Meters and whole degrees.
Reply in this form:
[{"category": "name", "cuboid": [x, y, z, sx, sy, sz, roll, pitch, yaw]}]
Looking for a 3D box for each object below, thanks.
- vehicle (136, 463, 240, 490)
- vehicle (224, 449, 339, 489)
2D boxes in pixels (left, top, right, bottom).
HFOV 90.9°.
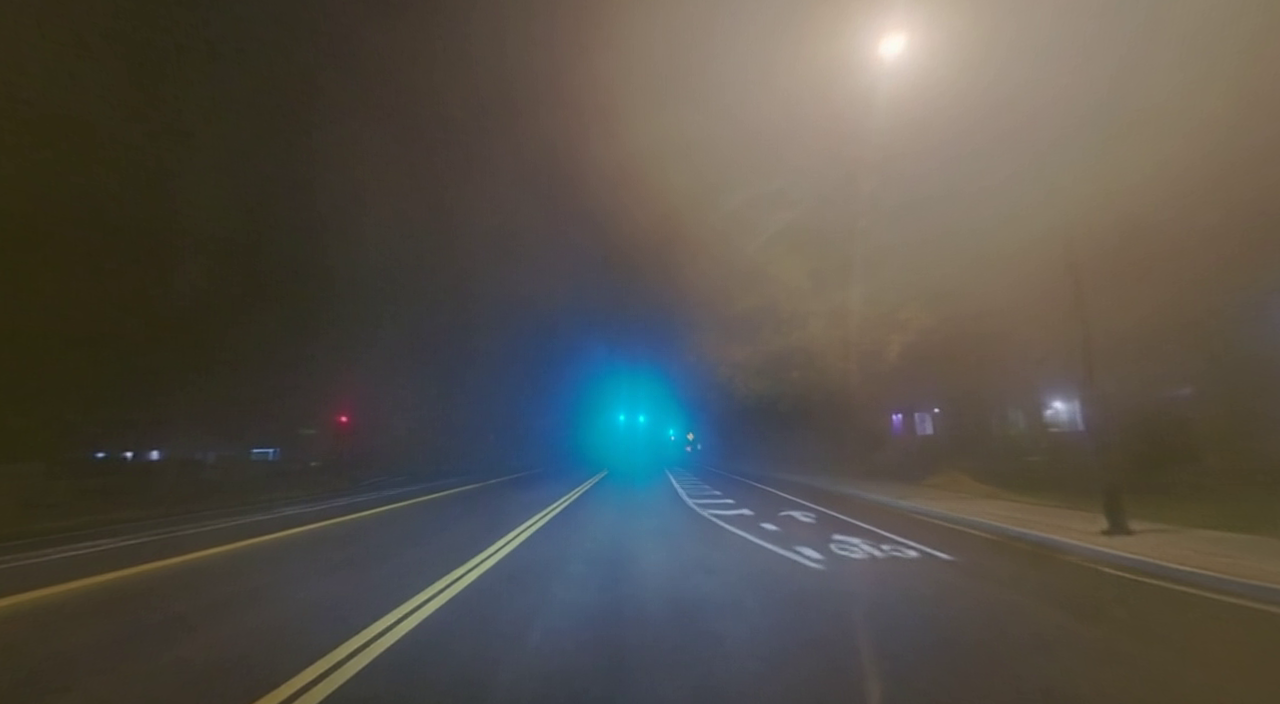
[{"category": "vehicle", "cuboid": [-27.751, 7.638, 38.836, 4.696, 1.518, 2.224, 0, -8, -2]}, {"category": "vehicle", "cuboid": [-21.915, 7.171, 38.662, 5.841, 1.902, 2.244, -5, -8, 4]}]
